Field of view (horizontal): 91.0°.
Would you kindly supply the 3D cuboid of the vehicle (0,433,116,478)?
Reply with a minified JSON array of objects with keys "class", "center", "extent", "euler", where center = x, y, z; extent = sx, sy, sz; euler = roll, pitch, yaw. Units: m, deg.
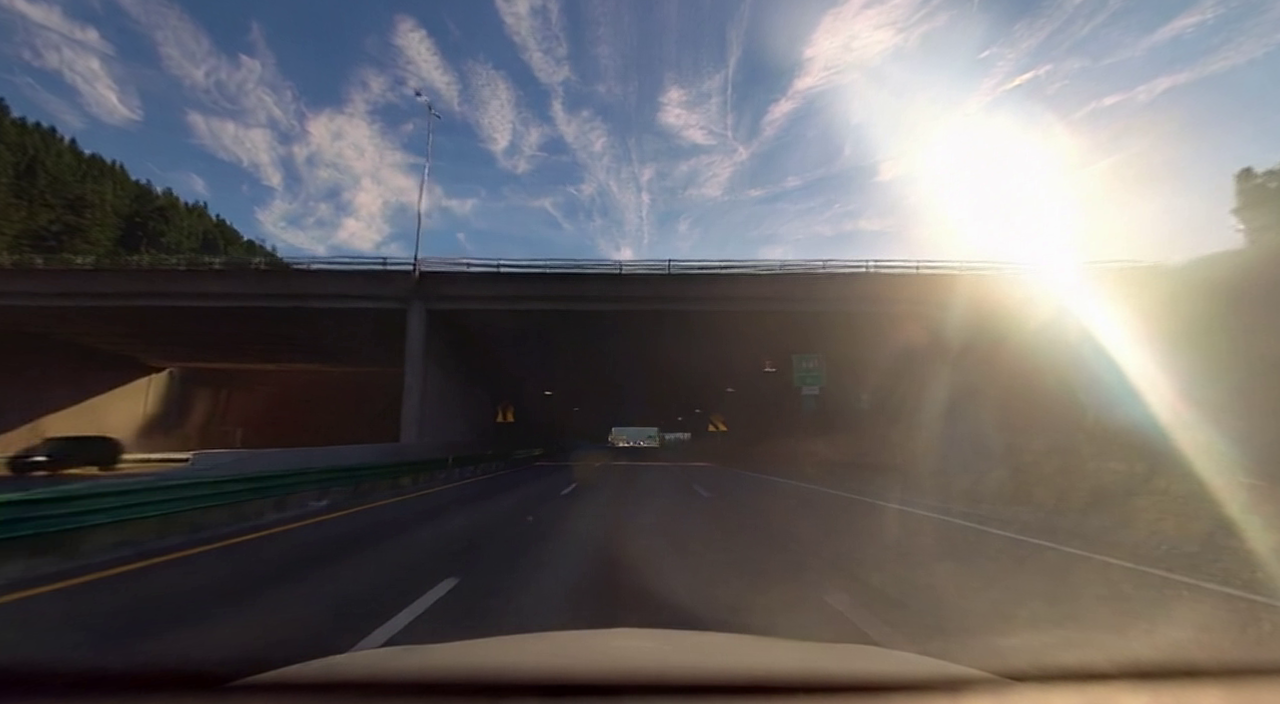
[{"class":"vehicle","center":[-21.787,3.739,23.100],"extent":[1.863,1.490,3.869],"euler":[0,-8,-3]}]
